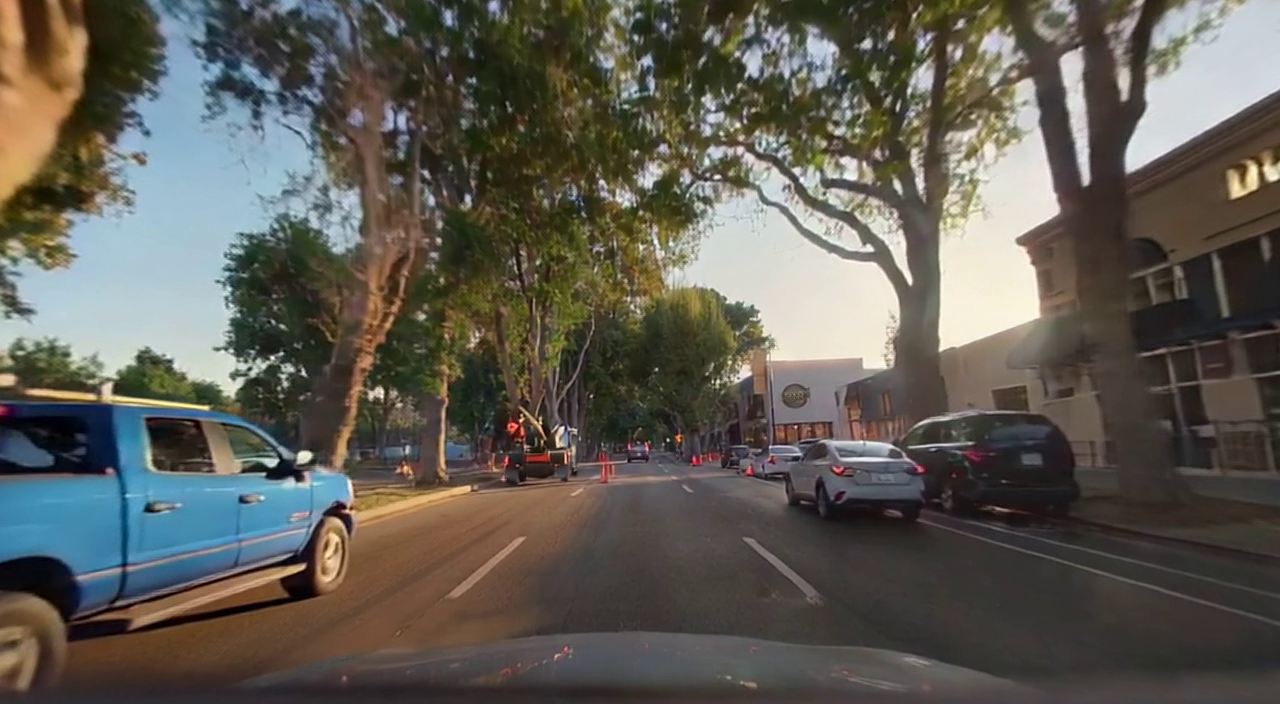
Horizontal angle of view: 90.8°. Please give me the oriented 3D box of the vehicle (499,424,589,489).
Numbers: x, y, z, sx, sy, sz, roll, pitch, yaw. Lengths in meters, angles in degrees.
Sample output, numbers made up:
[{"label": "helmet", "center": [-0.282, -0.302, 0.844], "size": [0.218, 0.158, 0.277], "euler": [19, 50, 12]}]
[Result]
[{"label": "vehicle", "center": [-3.309, 3.779, 23.174], "size": [2.424, 2.063, 5.678], "euler": [0, -8, 0]}]

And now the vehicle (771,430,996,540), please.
[{"label": "vehicle", "center": [4.085, 2.295, 11.622], "size": [2.082, 1.601, 4.451], "euler": [0, -9, -4]}]

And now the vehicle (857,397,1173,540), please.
[{"label": "vehicle", "center": [6.673, 2.183, 12.446], "size": [2.921, 2.166, 5.422], "euler": [0, -8, 1]}]

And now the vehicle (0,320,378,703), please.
[{"label": "vehicle", "center": [-3.603, 0.955, 3.571], "size": [2.327, 1.775, 4.430], "euler": [0, -8, 0]}]

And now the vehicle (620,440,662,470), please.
[{"label": "vehicle", "center": [-0.005, 6.438, 39.744], "size": [2.413, 1.748, 4.406], "euler": [0, -8, -2]}]
